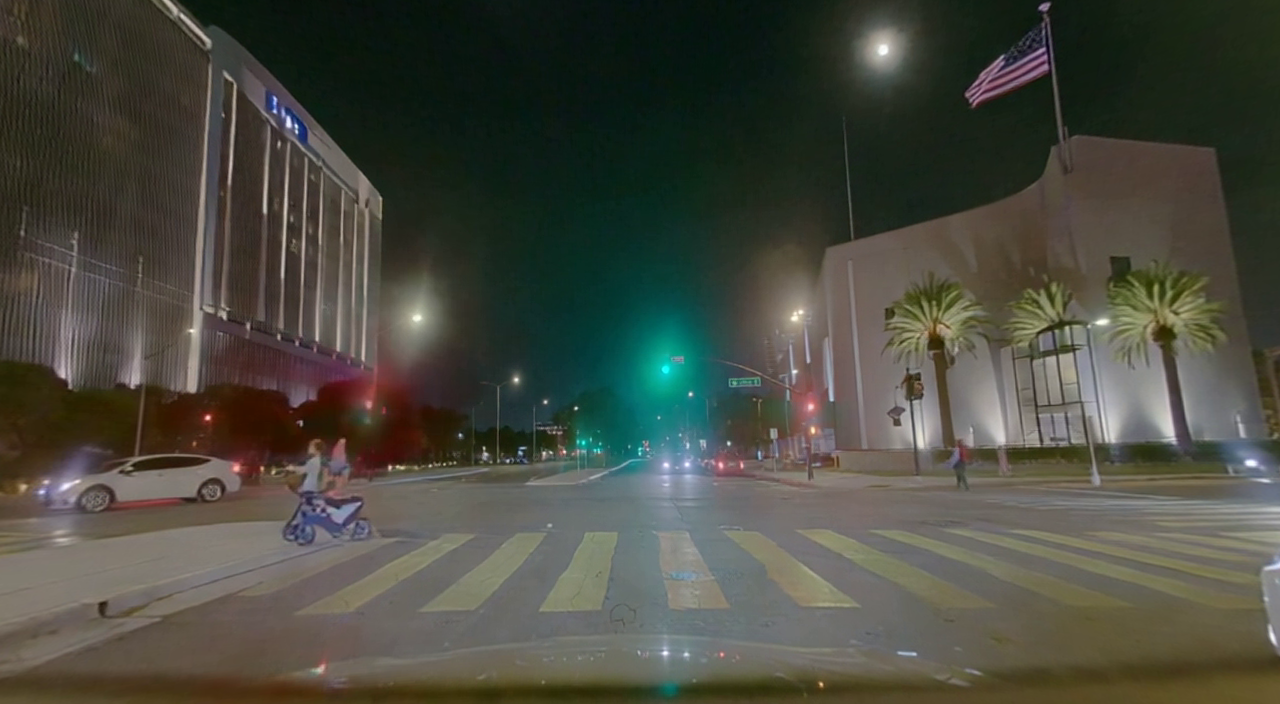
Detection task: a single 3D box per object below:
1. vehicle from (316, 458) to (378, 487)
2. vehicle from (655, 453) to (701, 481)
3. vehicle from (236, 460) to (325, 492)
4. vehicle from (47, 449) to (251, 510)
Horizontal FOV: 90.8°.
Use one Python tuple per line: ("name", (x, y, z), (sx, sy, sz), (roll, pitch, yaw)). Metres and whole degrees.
("vehicle", (-20.089, 8.248, 43.499), (2.043, 1.745, 4.420), (0, -8, 1))
("vehicle", (2.217, 6.889, 38.119), (2.000, 1.525, 4.273), (1, -8, -6))
("vehicle", (-19.940, 6.898, 35.341), (2.069, 1.540, 4.774), (0, -8, 1))
("vehicle", (-14.497, 3.742, 19.055), (4.499, 1.594, 1.898), (4, -10, -28))
